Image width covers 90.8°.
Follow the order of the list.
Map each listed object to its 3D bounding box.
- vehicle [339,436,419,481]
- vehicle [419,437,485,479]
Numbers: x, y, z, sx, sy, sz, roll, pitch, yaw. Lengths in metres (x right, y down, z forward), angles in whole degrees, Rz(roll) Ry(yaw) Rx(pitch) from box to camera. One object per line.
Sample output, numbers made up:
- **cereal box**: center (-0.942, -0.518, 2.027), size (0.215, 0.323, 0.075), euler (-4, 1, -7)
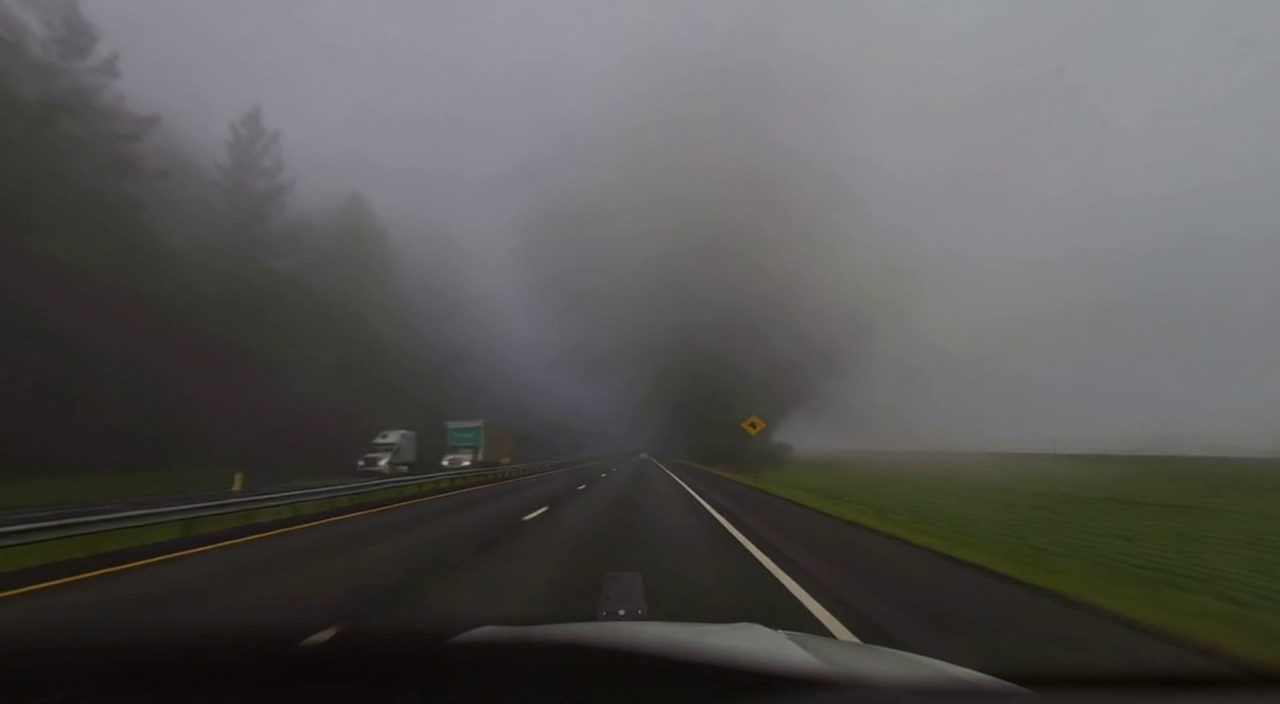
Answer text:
- **vehicle**: center (-15.231, 6.269, 37.328), size (2.186, 2.416, 5.733), euler (0, -9, 1)
- **vehicle**: center (-11.712, 6.650, 39.745), size (2.436, 2.436, 5.427), euler (0, -9, 1)
